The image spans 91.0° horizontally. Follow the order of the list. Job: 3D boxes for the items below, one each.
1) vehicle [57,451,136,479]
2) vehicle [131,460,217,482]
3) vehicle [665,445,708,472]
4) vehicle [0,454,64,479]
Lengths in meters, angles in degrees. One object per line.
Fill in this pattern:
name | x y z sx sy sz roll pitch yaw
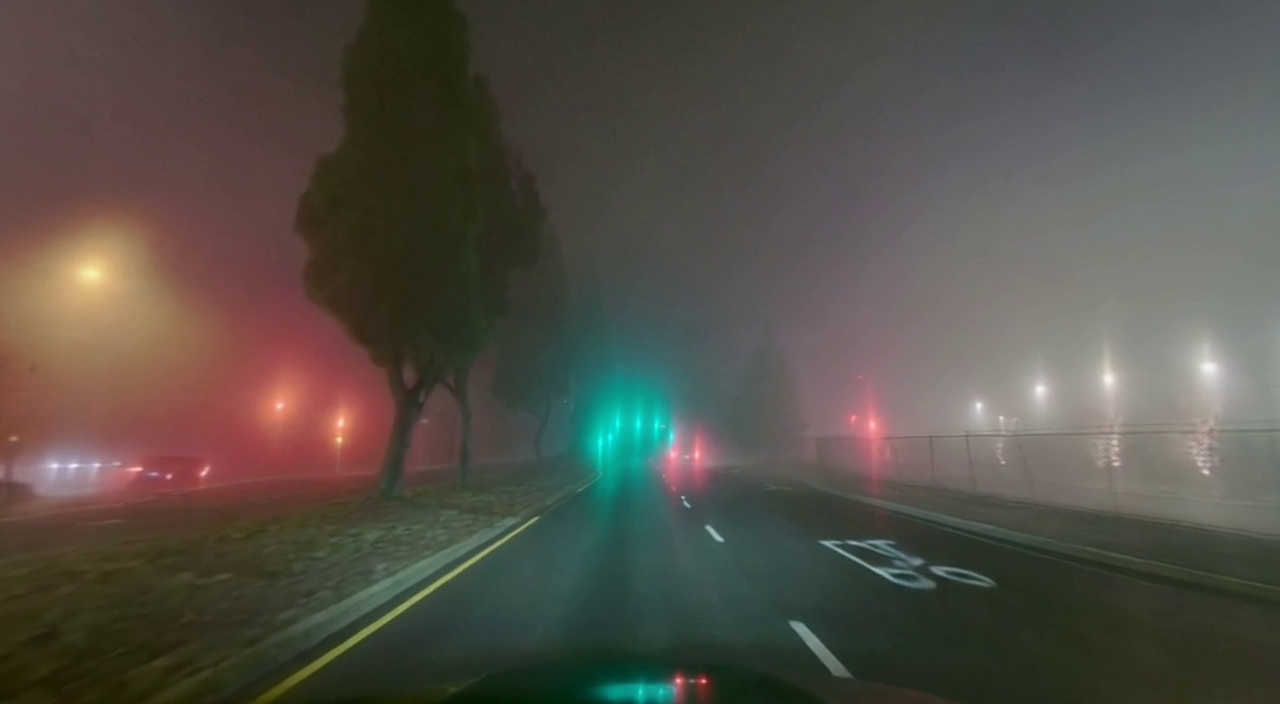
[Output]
vehicle | -42.738 8.861 49.630 2.040 1.792 4.780 -4 -8 -1
vehicle | -32.301 8.256 43.681 4.384 1.463 1.969 0 -9 0
vehicle | 2.633 6.176 36.720 2.105 1.490 4.008 0 -9 -1
vehicle | -47.945 8.858 49.057 1.903 1.810 4.111 -1 -9 6
